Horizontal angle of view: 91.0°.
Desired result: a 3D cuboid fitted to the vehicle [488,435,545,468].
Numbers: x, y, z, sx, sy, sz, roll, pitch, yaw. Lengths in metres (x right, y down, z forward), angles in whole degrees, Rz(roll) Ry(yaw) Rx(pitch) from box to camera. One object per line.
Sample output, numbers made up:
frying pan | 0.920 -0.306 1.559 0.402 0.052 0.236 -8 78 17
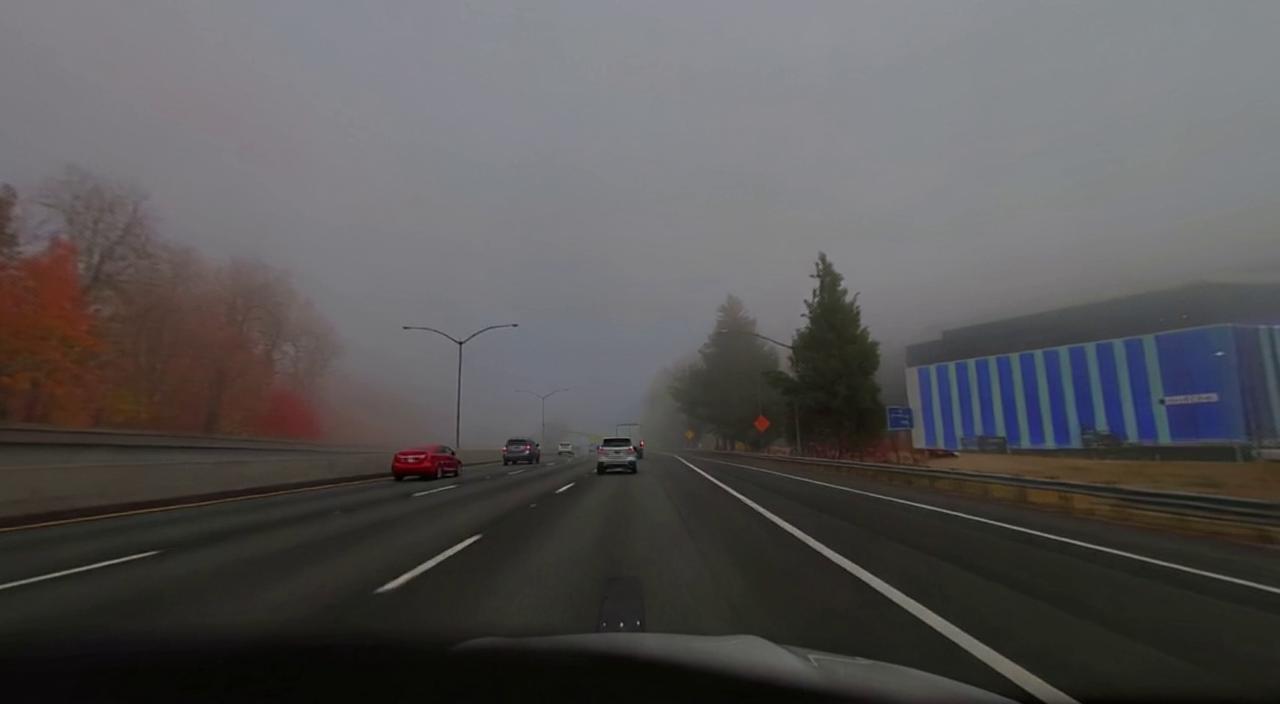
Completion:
vehicle | -7.620 6.204 39.491 2.328 1.927 5.880 0 -8 0

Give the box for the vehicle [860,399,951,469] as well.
vehicle | 14.367 4.515 34.434 2.879 3.559 4.020 0 -9 -3

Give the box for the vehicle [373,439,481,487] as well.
vehicle | -7.300 3.830 22.131 2.074 1.495 4.643 0 -8 1

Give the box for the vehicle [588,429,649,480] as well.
vehicle | -0.802 4.170 25.834 2.245 1.863 4.801 0 -8 0
